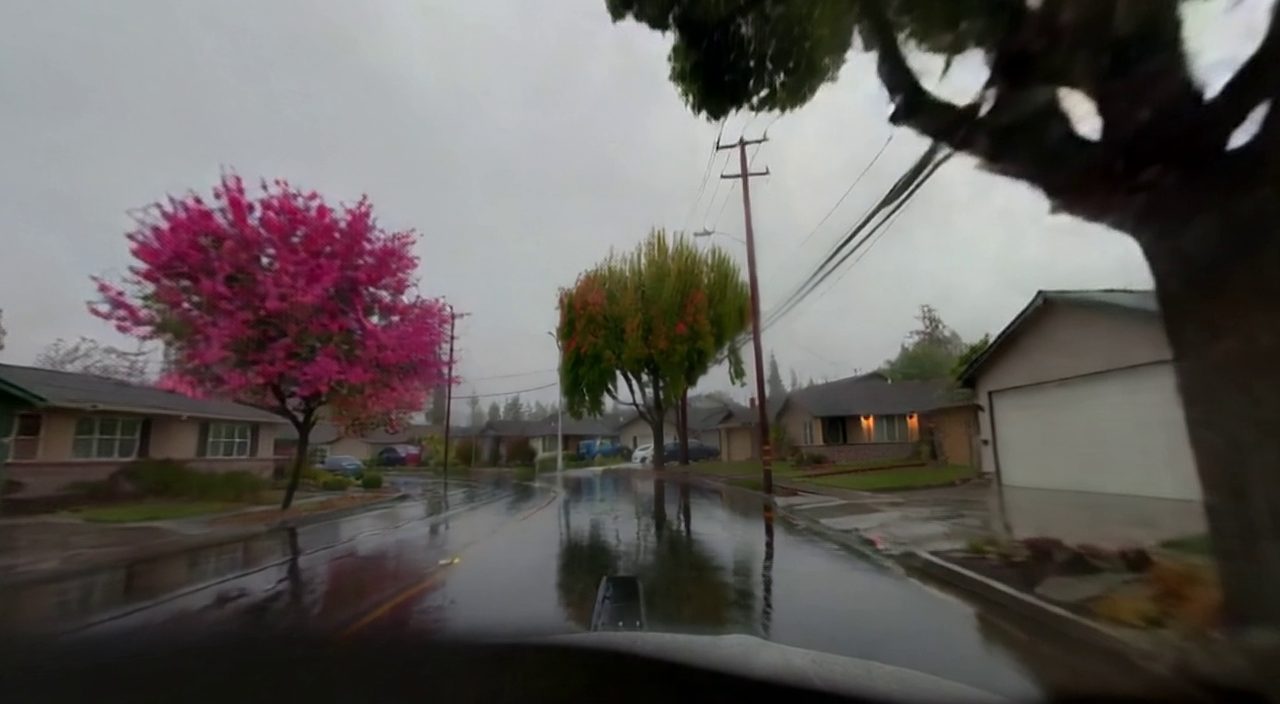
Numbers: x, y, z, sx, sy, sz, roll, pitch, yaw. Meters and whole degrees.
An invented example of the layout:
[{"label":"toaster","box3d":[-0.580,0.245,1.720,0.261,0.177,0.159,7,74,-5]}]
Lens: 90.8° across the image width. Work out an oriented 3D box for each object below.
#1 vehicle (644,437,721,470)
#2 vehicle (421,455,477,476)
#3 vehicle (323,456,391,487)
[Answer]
[{"label":"vehicle","box3d":[2.736,6.474,40.514,4.459,1.738,1.930,0,-8,-28]},{"label":"vehicle","box3d":[-14.627,8.649,48.355,4.019,1.484,1.978,-6,-10,33]},{"label":"vehicle","box3d":[-17.227,7.214,38.389,3.897,1.493,1.942,-3,-6,34]}]
